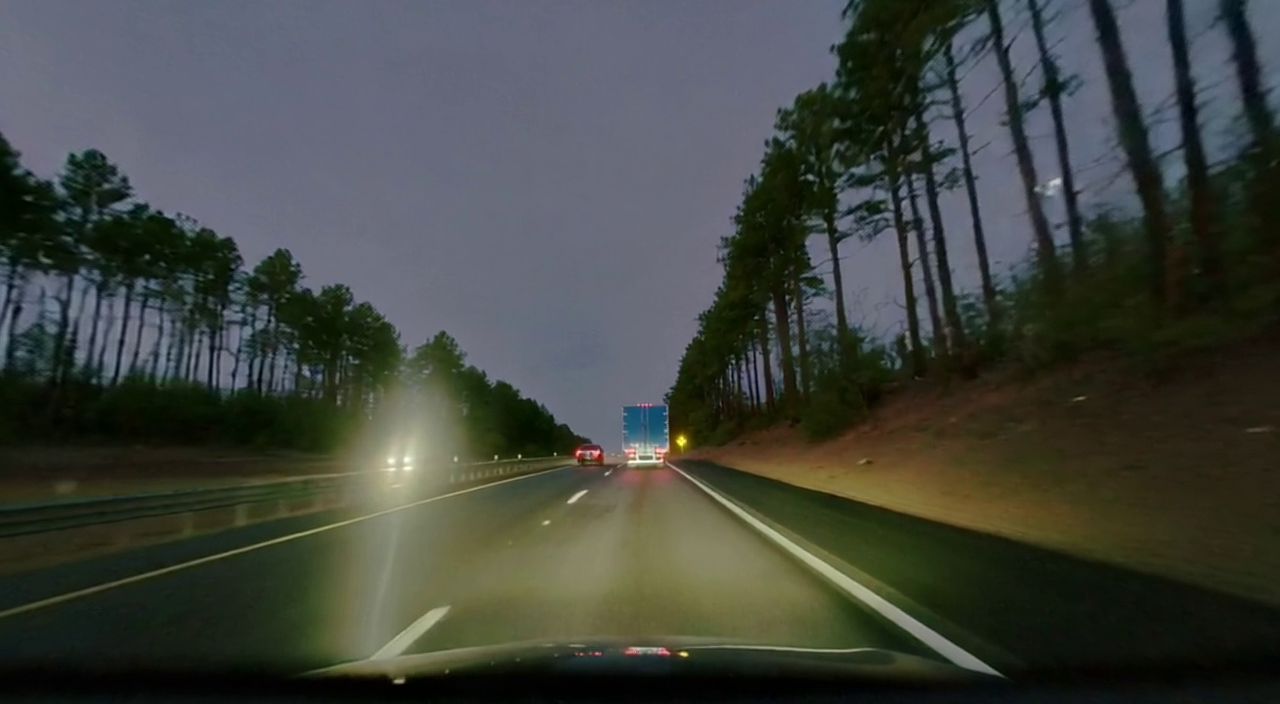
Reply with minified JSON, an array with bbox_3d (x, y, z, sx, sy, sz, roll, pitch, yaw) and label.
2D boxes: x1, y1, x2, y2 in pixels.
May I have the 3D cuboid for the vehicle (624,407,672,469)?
[{"bbox_3d":[0.508,6.723,49.150,3.320,4.173,11.889,0,-8,0],"label":"vehicle"}]

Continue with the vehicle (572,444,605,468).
[{"bbox_3d":[-3.867,7.850,47.749,2.092,1.702,4.297,0,-8,0],"label":"vehicle"}]

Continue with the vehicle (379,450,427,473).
[{"bbox_3d":[-16.587,7.637,44.346,1.799,1.500,4.126,0,-9,0],"label":"vehicle"}]
